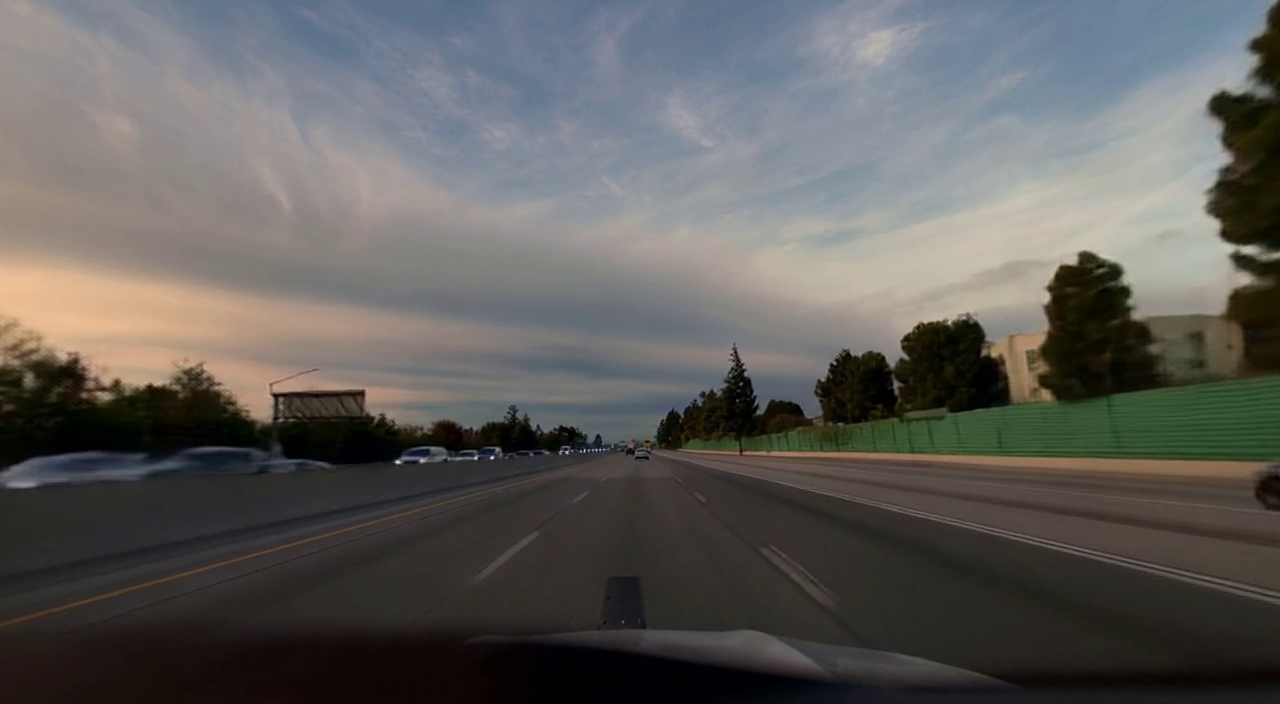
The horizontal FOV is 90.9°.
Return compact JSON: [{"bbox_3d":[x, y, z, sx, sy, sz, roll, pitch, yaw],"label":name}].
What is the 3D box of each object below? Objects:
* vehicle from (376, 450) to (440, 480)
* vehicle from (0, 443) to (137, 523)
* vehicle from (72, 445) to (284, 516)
[{"bbox_3d":[-11.859,5.789,32.500,1.796,1.442,3.938,0,-9,0],"label":"vehicle"},{"bbox_3d":[-15.636,3.255,16.004,2.114,1.792,4.296,0,-9,0],"label":"vehicle"},{"bbox_3d":[-11.103,3.089,15.655,1.971,1.469,4.346,0,-9,0],"label":"vehicle"}]
